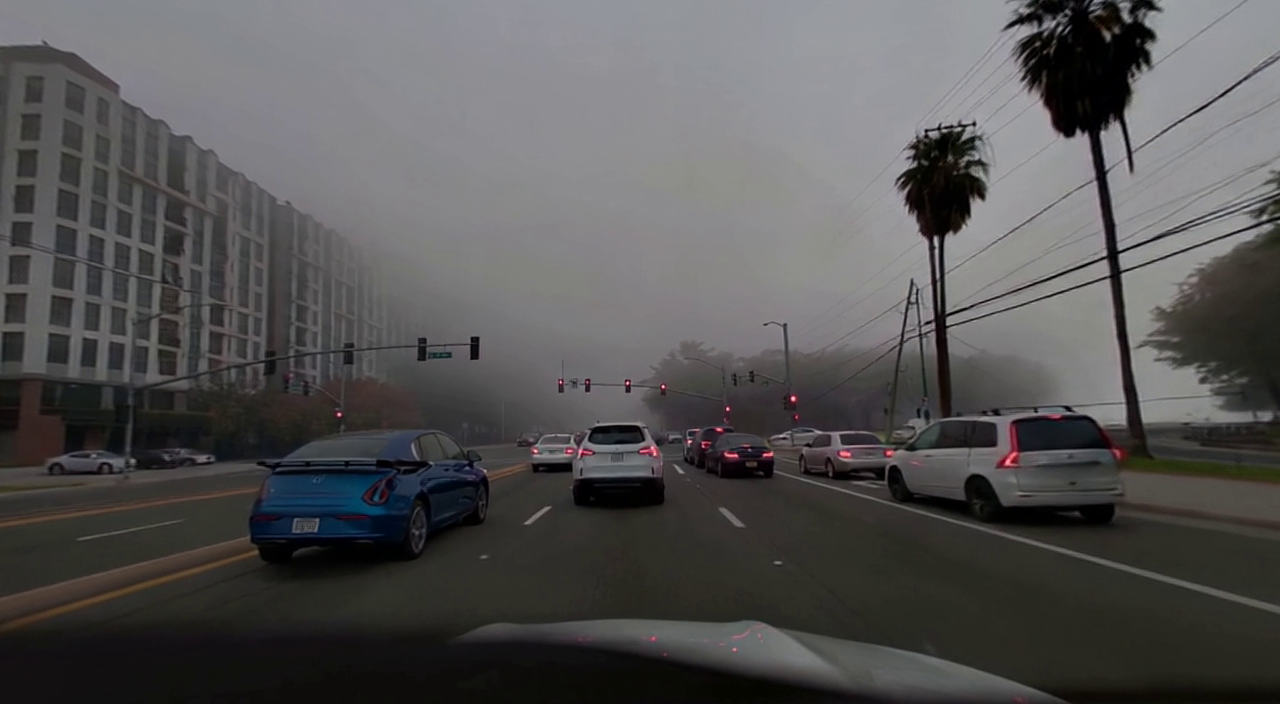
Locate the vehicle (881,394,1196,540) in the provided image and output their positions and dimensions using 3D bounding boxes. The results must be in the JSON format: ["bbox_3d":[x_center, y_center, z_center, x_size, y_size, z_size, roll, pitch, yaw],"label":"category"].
[{"bbox_3d":[6.490,1.970,11.371,2.130,1.979,5.310,0,-9,-1],"label":"vehicle"}]

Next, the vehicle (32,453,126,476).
[{"bbox_3d":[-42.485,8.527,47.956,4.867,1.689,1.971,1,-9,-8],"label":"vehicle"}]

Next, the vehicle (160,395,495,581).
[{"bbox_3d":[-3.518,1.634,8.346,2.136,1.779,4.417,0,-9,0],"label":"vehicle"}]

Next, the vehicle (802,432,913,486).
[{"bbox_3d":[6.518,3.266,19.516,1.764,1.451,4.300,0,-9,-2],"label":"vehicle"}]

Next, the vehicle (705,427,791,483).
[{"bbox_3d":[3.322,3.273,20.310,1.975,1.598,4.025,0,-9,-1],"label":"vehicle"}]

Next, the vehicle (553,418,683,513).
[{"bbox_3d":[-0.438,2.334,13.417,2.302,1.681,4.217,0,-9,-1],"label":"vehicle"}]
